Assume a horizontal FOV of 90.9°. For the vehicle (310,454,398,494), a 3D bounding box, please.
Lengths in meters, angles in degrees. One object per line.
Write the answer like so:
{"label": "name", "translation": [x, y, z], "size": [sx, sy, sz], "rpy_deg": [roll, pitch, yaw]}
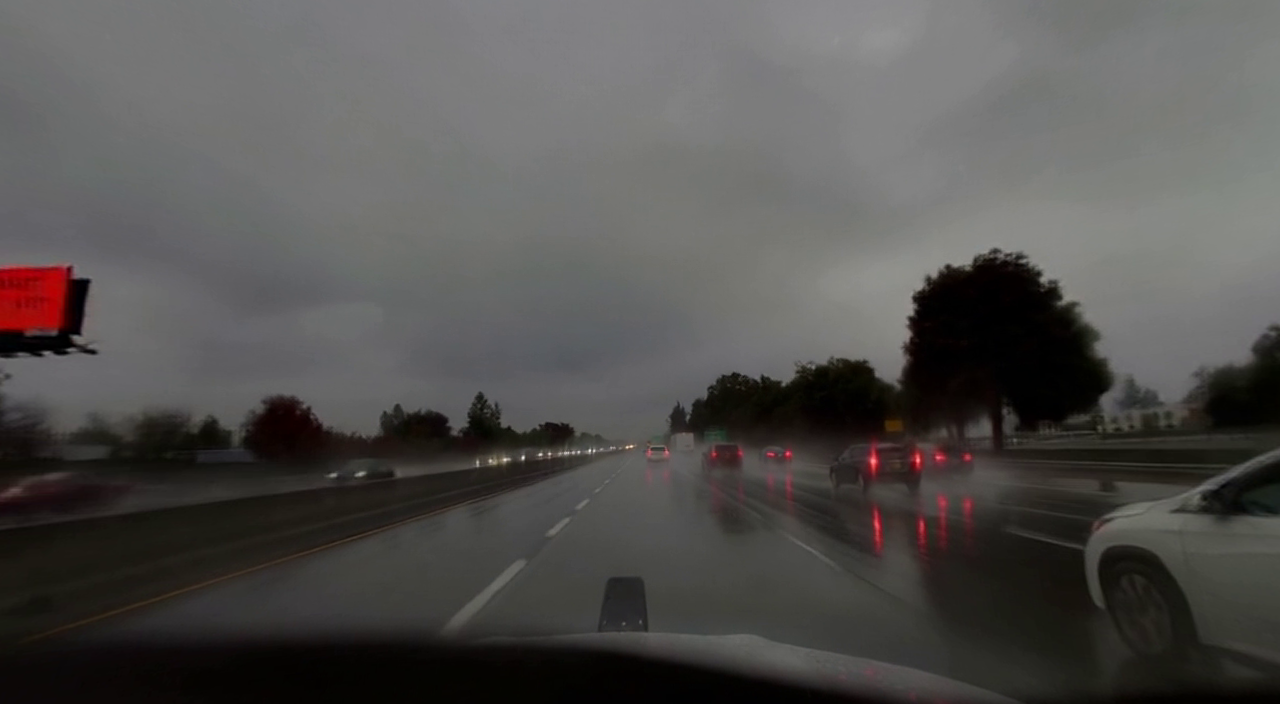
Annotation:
{"label": "vehicle", "translation": [-13.081, 5.566, 29.181], "size": [1.864, 1.587, 4.549], "rpy_deg": [-1, -8, 1]}

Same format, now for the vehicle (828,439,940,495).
{"label": "vehicle", "translation": [7.608, 3.588, 20.170], "size": [1.807, 1.558, 4.352], "rpy_deg": [0, -8, 0]}

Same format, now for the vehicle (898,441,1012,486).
{"label": "vehicle", "translation": [12.048, 4.255, 24.553], "size": [1.941, 1.539, 4.834], "rpy_deg": [0, -8, 0]}

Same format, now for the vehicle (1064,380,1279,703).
{"label": "vehicle", "translation": [3.839, 0.809, 1.960], "size": [1.989, 1.609, 4.355], "rpy_deg": [0, -8, 0]}

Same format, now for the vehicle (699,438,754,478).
{"label": "vehicle", "translation": [4.362, 5.413, 32.491], "size": [2.075, 1.845, 4.667], "rpy_deg": [0, -8, -1]}

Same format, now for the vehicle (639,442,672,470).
{"label": "vehicle", "translation": [1.052, 7.242, 44.242], "size": [2.145, 1.832, 4.004], "rpy_deg": [0, -8, 0]}

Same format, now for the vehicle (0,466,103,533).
{"label": "vehicle", "translation": [-16.880, 3.802, 16.144], "size": [1.975, 1.530, 4.866], "rpy_deg": [-1, -8, 0]}
